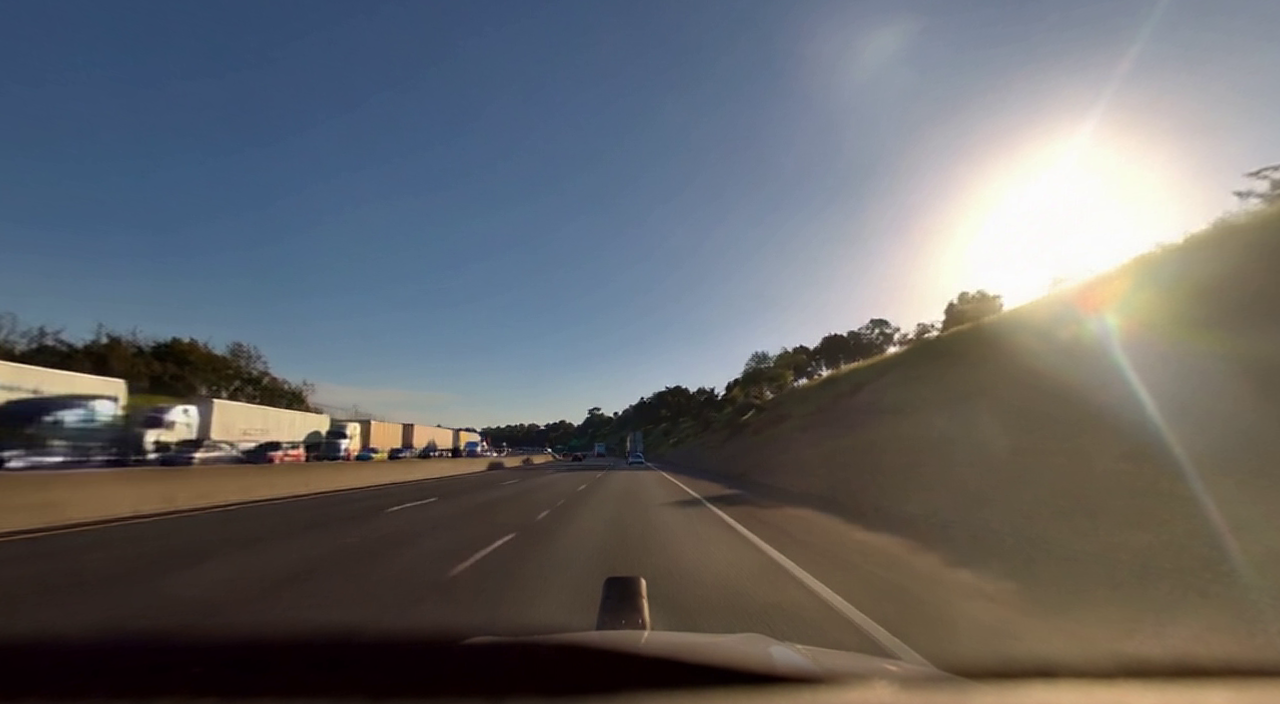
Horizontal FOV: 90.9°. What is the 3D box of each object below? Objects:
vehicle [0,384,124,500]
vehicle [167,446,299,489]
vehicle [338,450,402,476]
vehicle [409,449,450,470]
[{"bbox_3d":[-14.854,1.964,13.702,2.382,2.437,5.706,0,-9,-1],"label":"vehicle"},{"bbox_3d":[-15.166,4.314,23.878,1.863,1.438,4.669,0,-9,0],"label":"vehicle"},{"bbox_3d":[-15.884,6.520,37.312,1.884,1.436,4.220,0,-9,0],"label":"vehicle"},{"bbox_3d":[-15.571,7.972,46.876,1.699,1.513,3.748,0,-9,1],"label":"vehicle"}]
